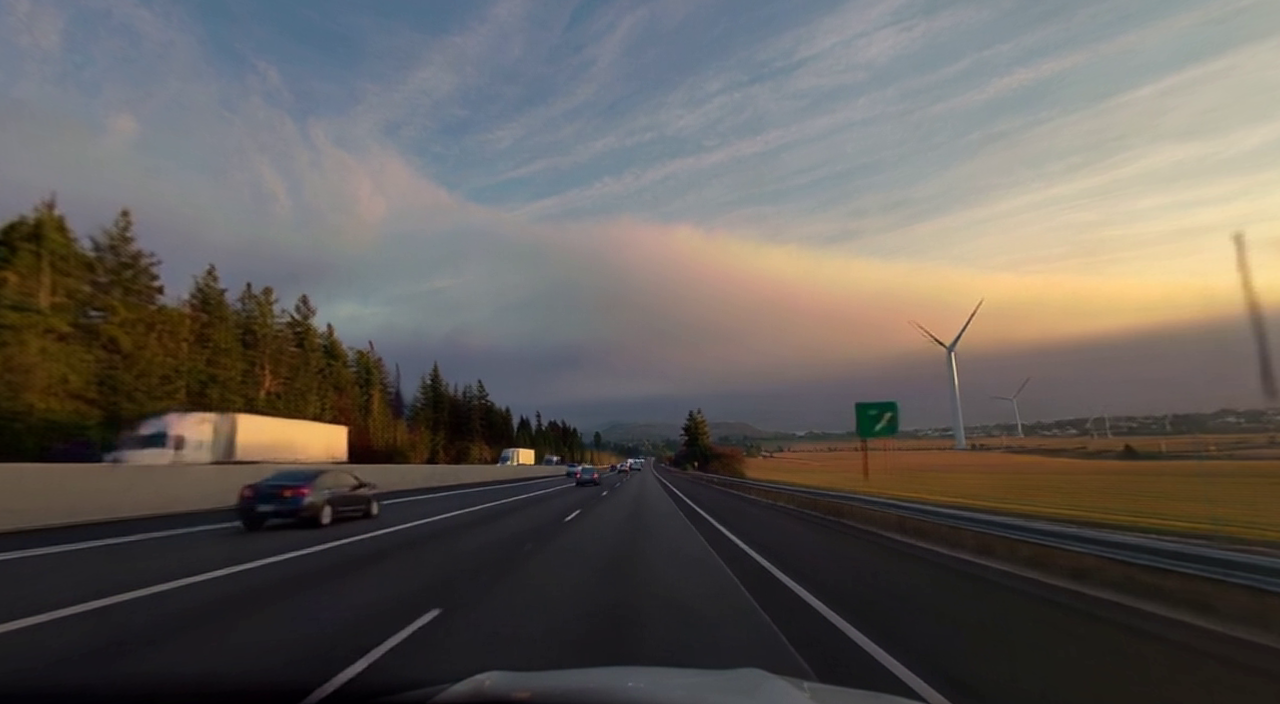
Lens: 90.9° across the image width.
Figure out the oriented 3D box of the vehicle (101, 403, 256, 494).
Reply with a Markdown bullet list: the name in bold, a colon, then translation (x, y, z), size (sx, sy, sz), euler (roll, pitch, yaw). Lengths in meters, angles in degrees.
- **vehicle**: translation (-23.044, 4.966, 31.994), size (3.006, 4.079, 5.925), euler (1, -10, 1)

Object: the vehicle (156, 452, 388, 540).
- **vehicle**: translation (-7.235, 2.898, 13.155), size (1.956, 1.451, 4.674), euler (1, -10, 1)

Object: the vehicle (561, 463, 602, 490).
- **vehicle**: translation (-3.583, 7.766, 39.436), size (2.039, 1.505, 4.843), euler (1, -10, 0)
